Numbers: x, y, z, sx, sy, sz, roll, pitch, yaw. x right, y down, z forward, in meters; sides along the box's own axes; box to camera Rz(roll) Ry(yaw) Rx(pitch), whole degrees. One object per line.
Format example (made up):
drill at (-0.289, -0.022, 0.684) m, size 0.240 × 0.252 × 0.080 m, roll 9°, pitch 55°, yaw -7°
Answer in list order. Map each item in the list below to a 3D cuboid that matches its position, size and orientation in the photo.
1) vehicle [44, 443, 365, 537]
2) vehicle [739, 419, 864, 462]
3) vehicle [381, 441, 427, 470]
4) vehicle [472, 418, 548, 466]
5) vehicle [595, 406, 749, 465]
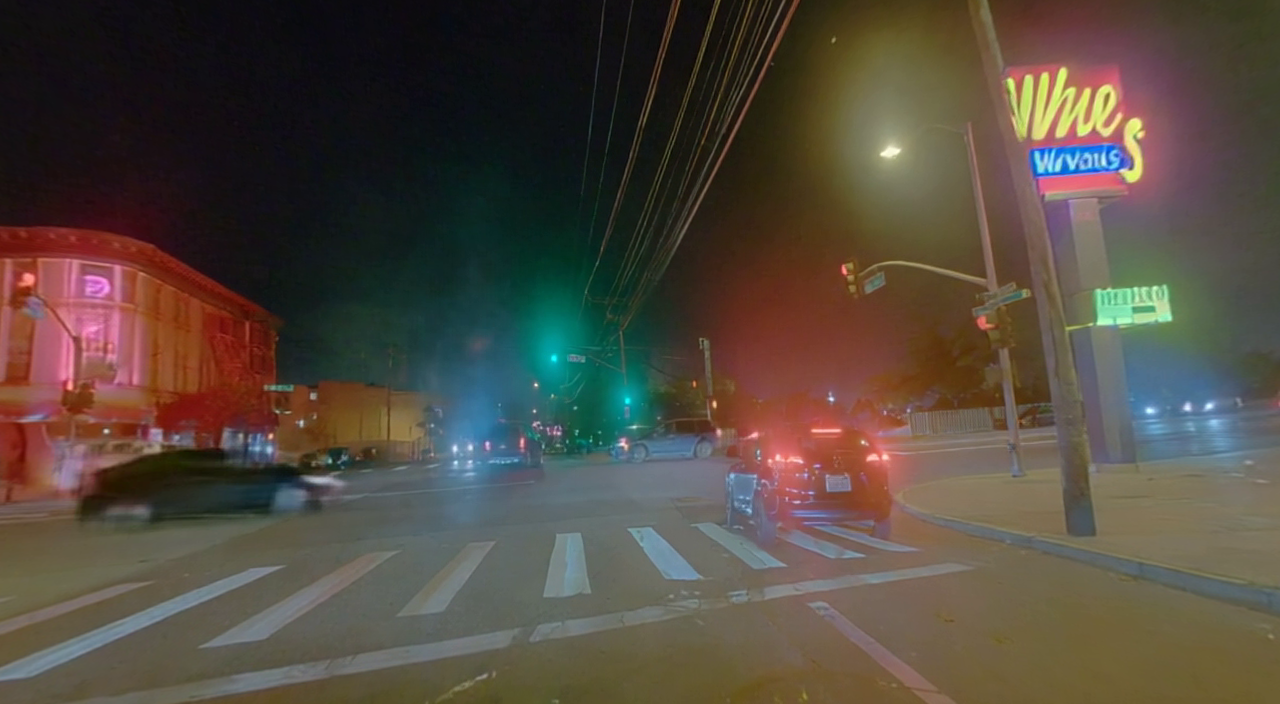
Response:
vehicle at (-8.044, 2.543, 12.280) m, size 4.707 × 1.487 × 1.907 m, roll 4°, pitch -10°, yaw -28°
vehicle at (5.999, 3.290, 23.407) m, size 4.433 × 1.453 × 1.804 m, roll 5°, pitch -10°, yaw -30°
vehicle at (-13.901, 6.015, 37.099) m, size 2.093 × 1.446 × 4.054 m, roll 2°, pitch -7°, yaw -26°
vehicle at (-5.731, 4.090, 28.683) m, size 2.081 × 1.938 × 5.603 m, roll -1°, pitch -8°, yaw 2°
vehicle at (1.290, 3.194, 24.033) m, size 5.588 × 1.985 × 2.374 m, roll 6°, pitch -10°, yaw -36°
